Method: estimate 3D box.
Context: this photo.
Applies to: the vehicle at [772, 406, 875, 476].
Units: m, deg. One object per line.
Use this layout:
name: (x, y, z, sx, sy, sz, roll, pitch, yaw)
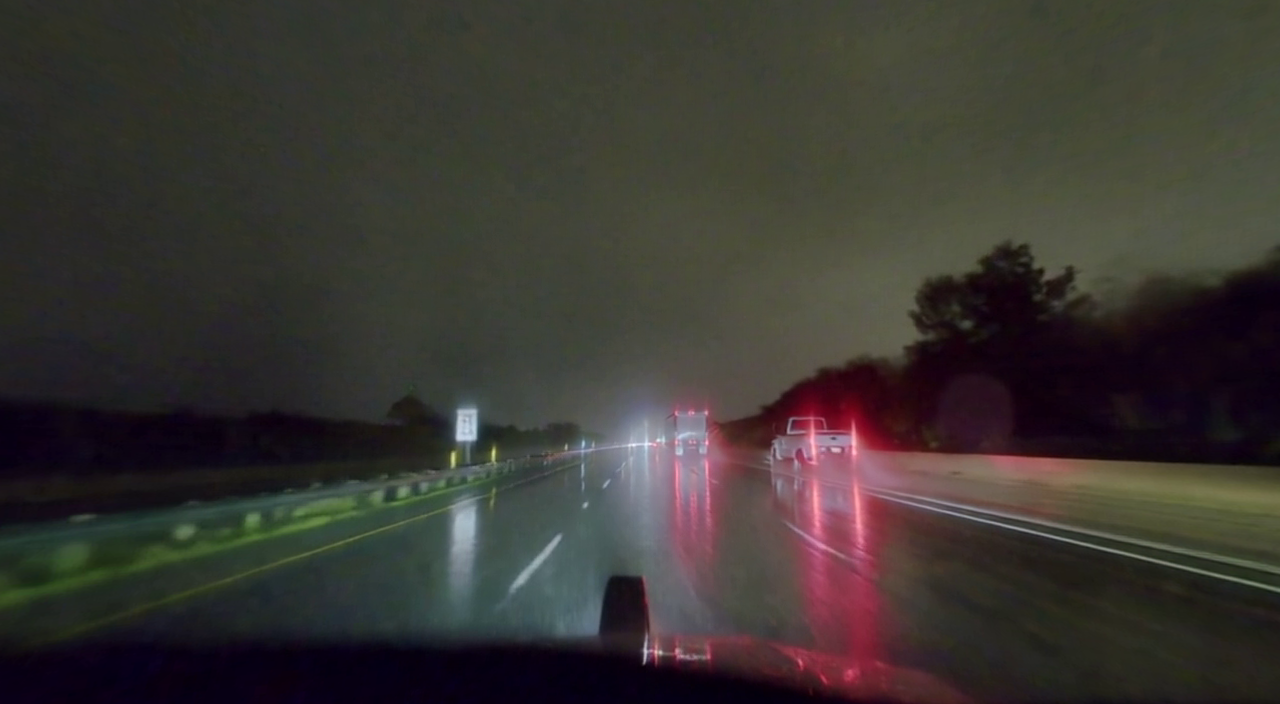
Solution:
vehicle: (7.973, 4.002, 28.400, 2.474, 2.730, 7.349, 0, -8, 0)
